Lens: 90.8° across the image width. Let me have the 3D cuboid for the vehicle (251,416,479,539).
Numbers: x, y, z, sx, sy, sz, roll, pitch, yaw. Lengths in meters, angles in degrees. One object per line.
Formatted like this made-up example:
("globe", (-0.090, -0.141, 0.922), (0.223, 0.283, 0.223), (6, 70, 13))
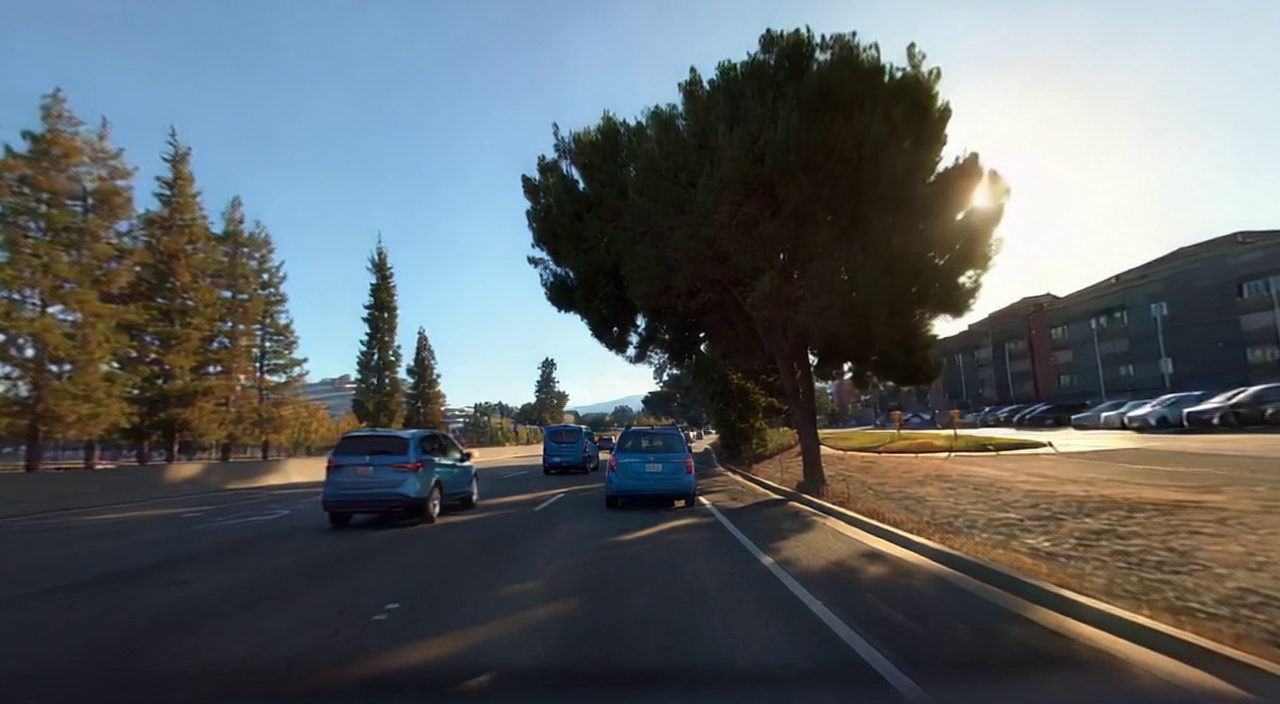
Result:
("vehicle", (-4.484, 2.119, 11.341), (2.116, 1.714, 4.757), (0, -9, -3))

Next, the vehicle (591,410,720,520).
("vehicle", (0.316, 2.223, 12.825), (2.173, 1.830, 4.189), (0, -9, 2))

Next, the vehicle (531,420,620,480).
("vehicle", (-2.352, 3.837, 24.944), (2.486, 2.074, 5.456), (-1, -9, 5))

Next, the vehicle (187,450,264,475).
("vehicle", (-32.641, 8.664, 49.935), (1.977, 1.788, 4.978), (-2, -9, 13))
